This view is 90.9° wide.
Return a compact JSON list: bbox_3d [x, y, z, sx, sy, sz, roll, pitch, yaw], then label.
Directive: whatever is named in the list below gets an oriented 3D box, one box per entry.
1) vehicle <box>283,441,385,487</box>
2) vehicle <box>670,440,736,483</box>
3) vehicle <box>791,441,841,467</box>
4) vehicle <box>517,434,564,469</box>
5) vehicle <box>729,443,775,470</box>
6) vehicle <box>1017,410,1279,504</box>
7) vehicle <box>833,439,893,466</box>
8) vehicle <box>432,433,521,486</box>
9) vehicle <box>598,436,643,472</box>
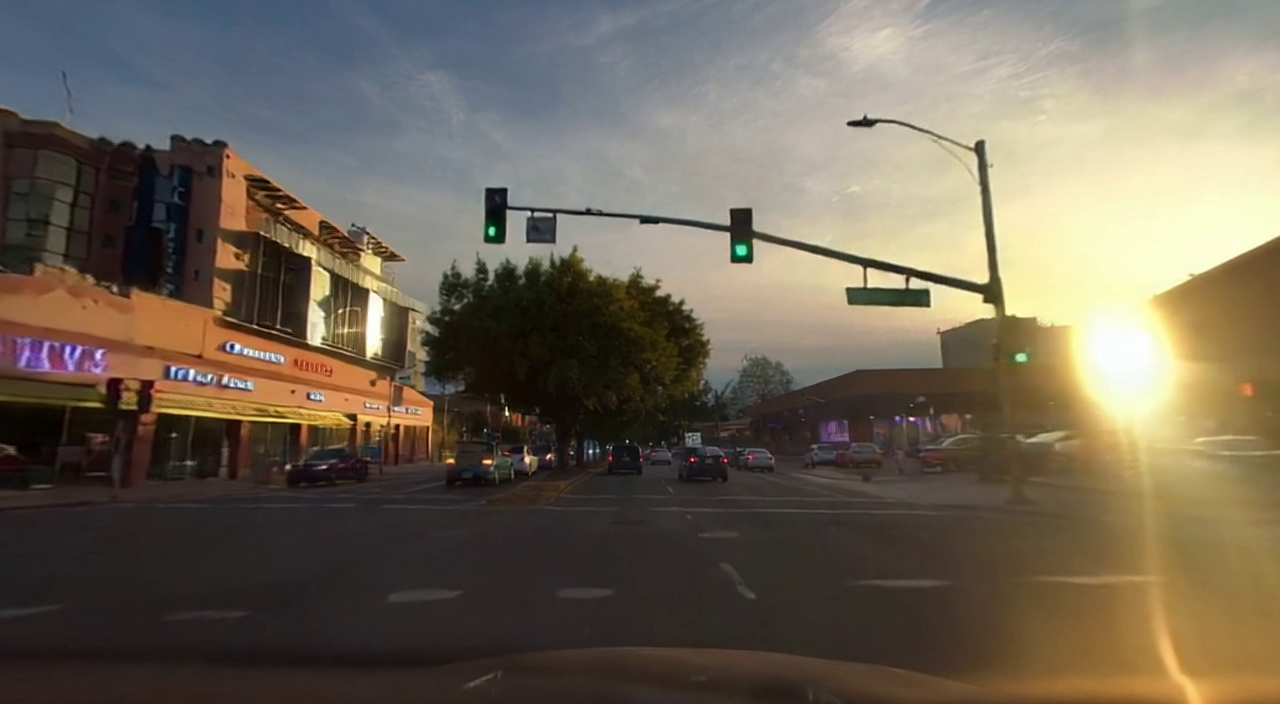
[{"bbox_3d":[-12.791,4.688,26.724,2.106,1.779,4.467,0,-8,-1],"label":"vehicle"},{"bbox_3d":[2.374,4.272,24.950,2.046,1.540,3.883,0,-8,-3],"label":"vehicle"},{"bbox_3d":[11.699,6.778,42.183,2.058,1.493,4.612,-2,-8,1],"label":"vehicle"},{"bbox_3d":[-6.194,6.179,39.663,2.240,1.945,5.114,-1,-7,-1],"label":"vehicle"},{"bbox_3d":[6.929,6.515,39.569,1.914,1.587,4.548,0,-8,-2],"label":"vehicle"},{"bbox_3d":[12.111,2.531,15.543,2.304,1.907,4.844,0,-8,-5],"label":"vehicle"},{"bbox_3d":[14.766,6.652,42.061,2.007,1.642,5.001,-2,-8,-2],"label":"vehicle"},{"bbox_3d":[-6.037,3.981,23.938,2.242,1.740,4.659,-1,-7,-1],"label":"vehicle"},{"bbox_3d":[-1.046,5.576,34.693,2.301,1.837,4.411,0,-8,-1],"label":"vehicle"}]
